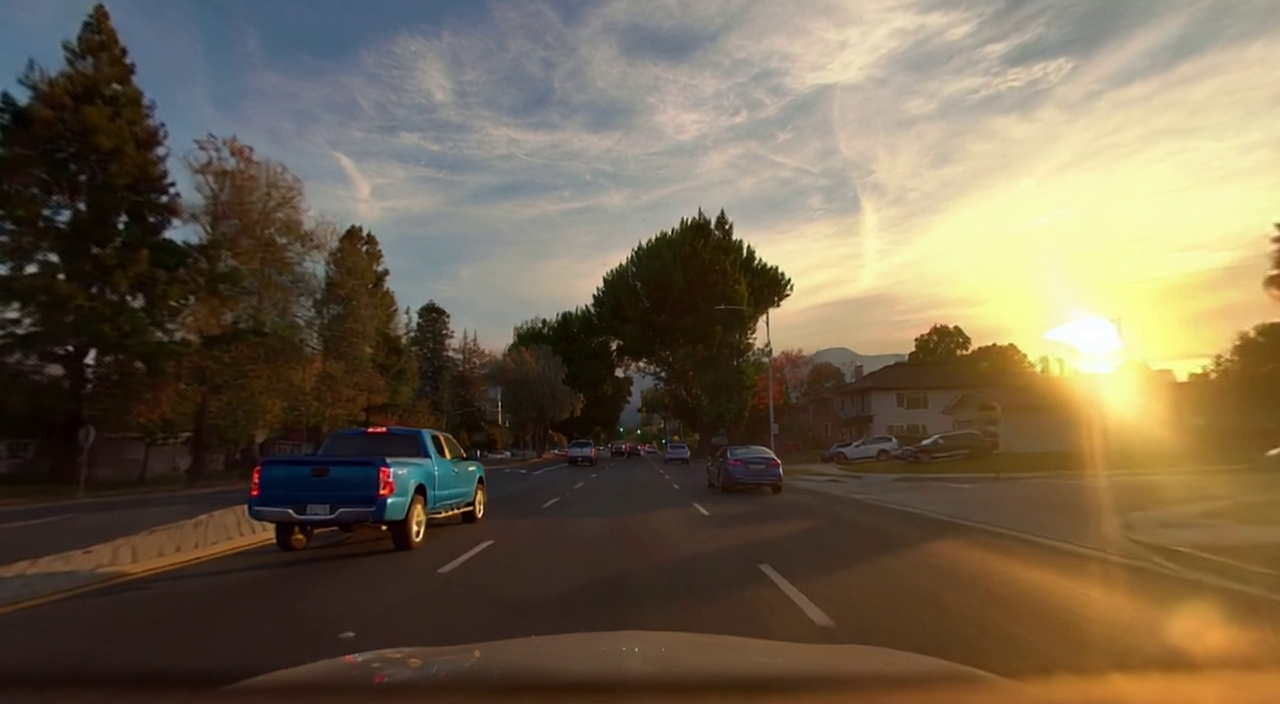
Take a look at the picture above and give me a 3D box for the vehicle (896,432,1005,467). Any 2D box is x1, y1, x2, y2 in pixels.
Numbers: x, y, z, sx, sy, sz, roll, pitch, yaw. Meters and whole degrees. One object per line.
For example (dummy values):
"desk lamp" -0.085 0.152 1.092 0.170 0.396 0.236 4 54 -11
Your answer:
"vehicle" 17.107 5.381 35.016 1.991 1.806 4.902 7 -11 -39

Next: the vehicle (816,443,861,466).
"vehicle" 13.641 7.045 43.615 1.929 1.502 4.177 -1 -9 3

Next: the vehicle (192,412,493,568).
"vehicle" -3.986 1.957 9.857 2.111 1.745 5.274 0 -8 0

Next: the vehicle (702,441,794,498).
"vehicle" 3.032 3.394 18.655 1.884 1.463 4.195 0 -8 -1

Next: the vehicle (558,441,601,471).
"vehicle" -3.823 6.667 40.647 2.218 1.829 4.492 0 -9 1

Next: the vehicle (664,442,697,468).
"vehicle" 3.064 7.969 49.016 2.099 1.845 4.363 0 -9 -2
